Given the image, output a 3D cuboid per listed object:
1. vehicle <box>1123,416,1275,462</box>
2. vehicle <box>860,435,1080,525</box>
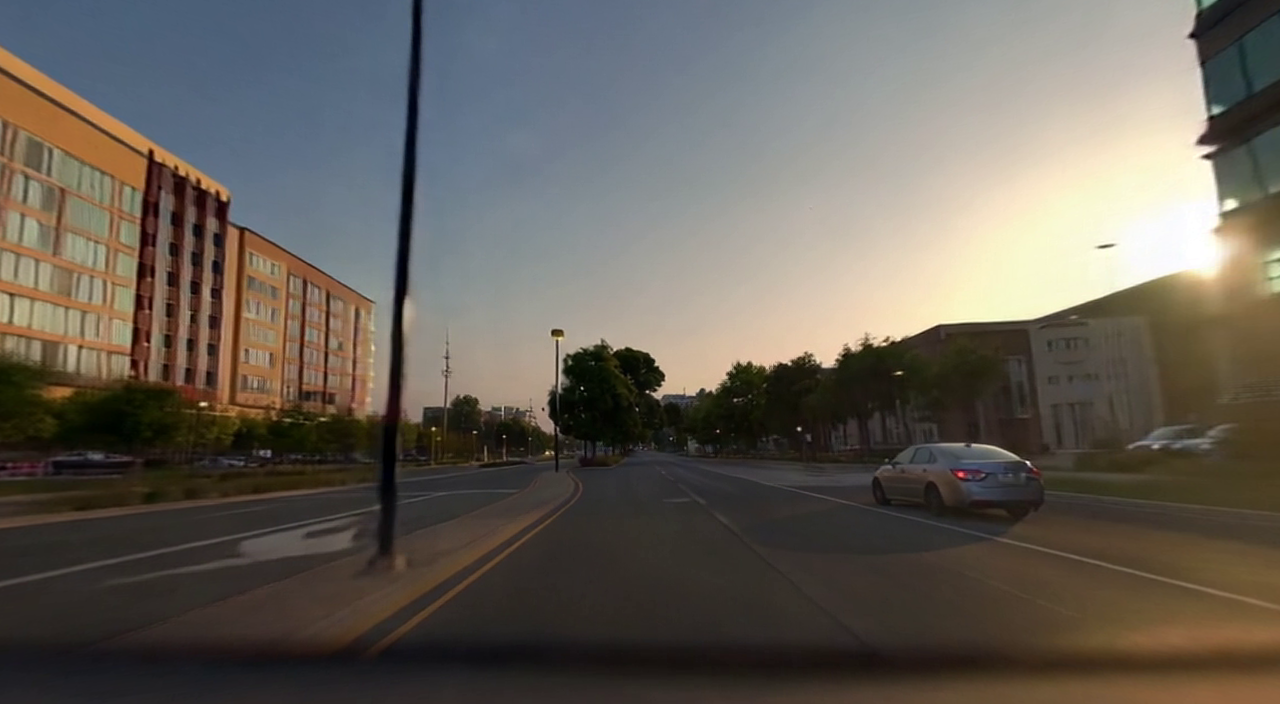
[{"bbox_3d":[23.131,3.699,26.504,2.066,1.716,4.943,-1,-9,4],"label":"vehicle"},{"bbox_3d":[6.468,2.546,13.196,1.913,1.504,4.738,0,-9,-2],"label":"vehicle"}]
